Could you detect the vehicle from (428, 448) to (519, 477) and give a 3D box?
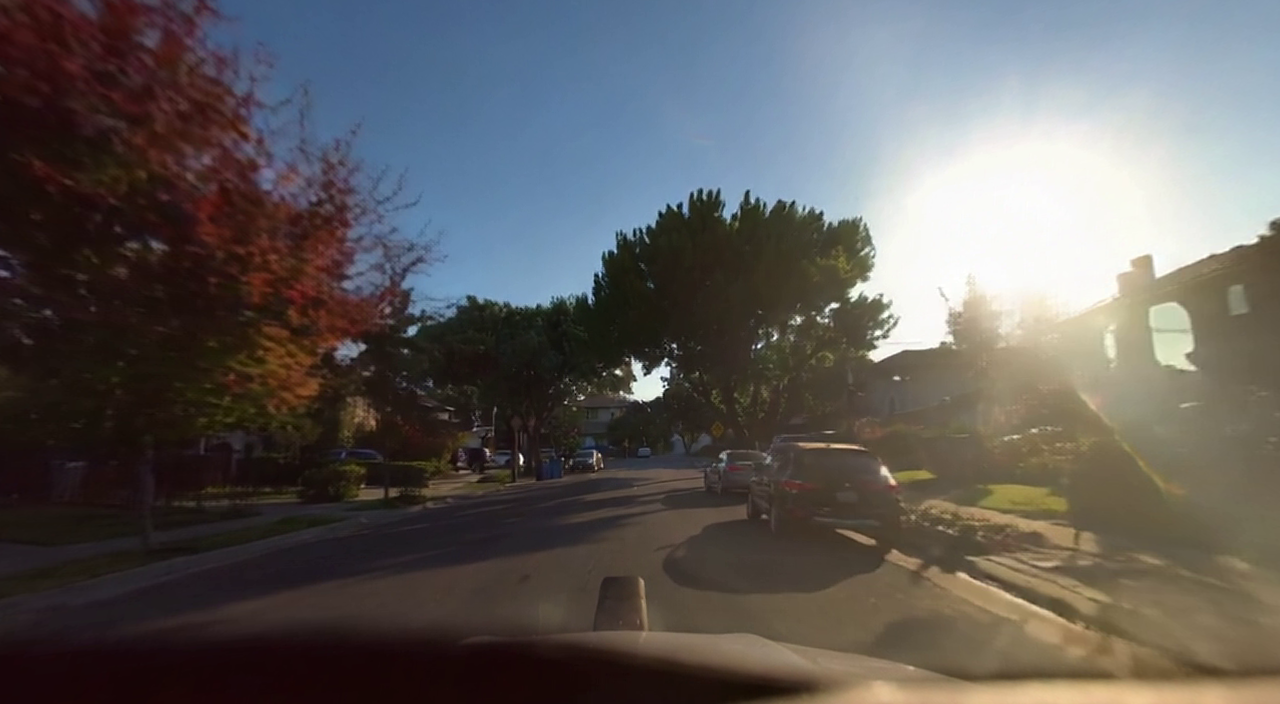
[{"bbox_3d":[-9.991,6.677,38.276,4.933,1.547,2.125,-2,-8,0],"label":"vehicle"}]

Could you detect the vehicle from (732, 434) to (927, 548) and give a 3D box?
[{"bbox_3d":[2.836,2.187,10.697,2.022,1.483,4.565,-1,-9,2],"label":"vehicle"}]

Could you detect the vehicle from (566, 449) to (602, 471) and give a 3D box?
[{"bbox_3d":[-4.013,7.832,45.883,1.987,1.459,4.473,-1,-9,3],"label":"vehicle"}]
